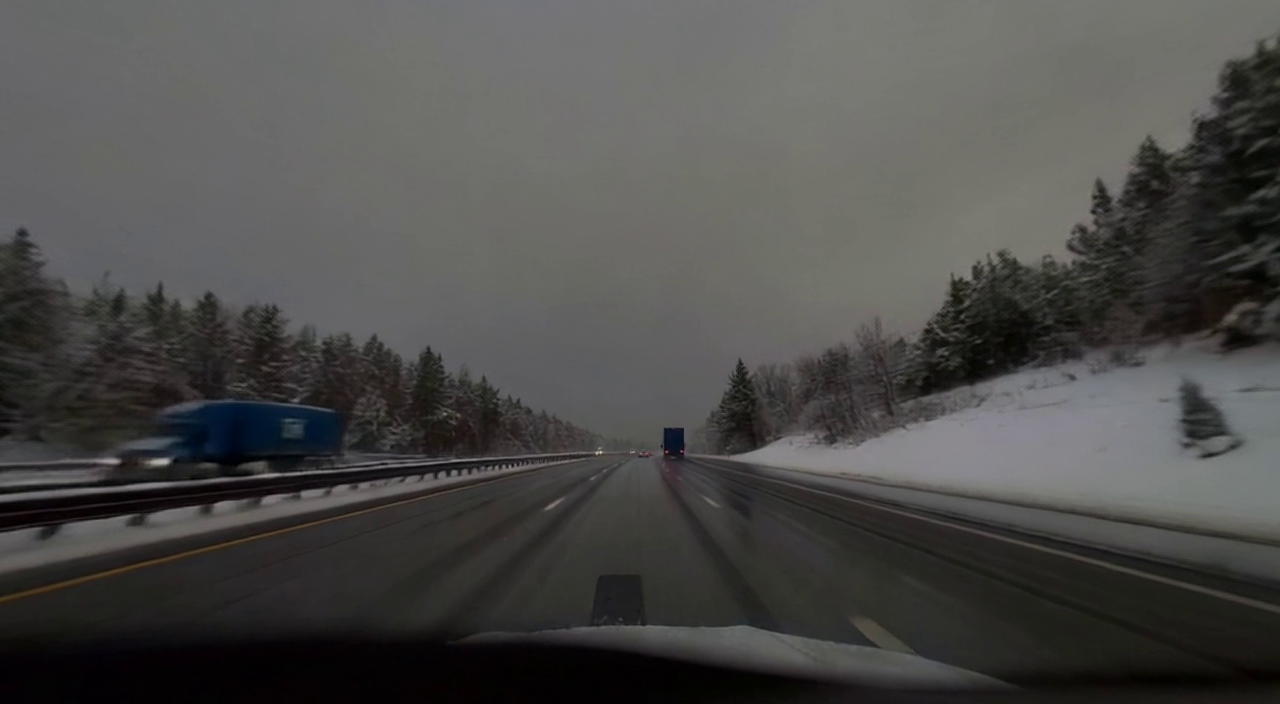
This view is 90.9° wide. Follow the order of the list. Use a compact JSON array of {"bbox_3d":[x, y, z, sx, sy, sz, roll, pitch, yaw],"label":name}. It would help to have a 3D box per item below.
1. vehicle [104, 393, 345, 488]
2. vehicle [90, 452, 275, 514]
[{"bbox_3d":[-19.633,4.517,31.735,2.995,3.744,13.270,0,-9,1],"label":"vehicle"},{"bbox_3d":[-12.230,3.487,17.293,1.849,1.447,4.304,0,-9,0],"label":"vehicle"}]
